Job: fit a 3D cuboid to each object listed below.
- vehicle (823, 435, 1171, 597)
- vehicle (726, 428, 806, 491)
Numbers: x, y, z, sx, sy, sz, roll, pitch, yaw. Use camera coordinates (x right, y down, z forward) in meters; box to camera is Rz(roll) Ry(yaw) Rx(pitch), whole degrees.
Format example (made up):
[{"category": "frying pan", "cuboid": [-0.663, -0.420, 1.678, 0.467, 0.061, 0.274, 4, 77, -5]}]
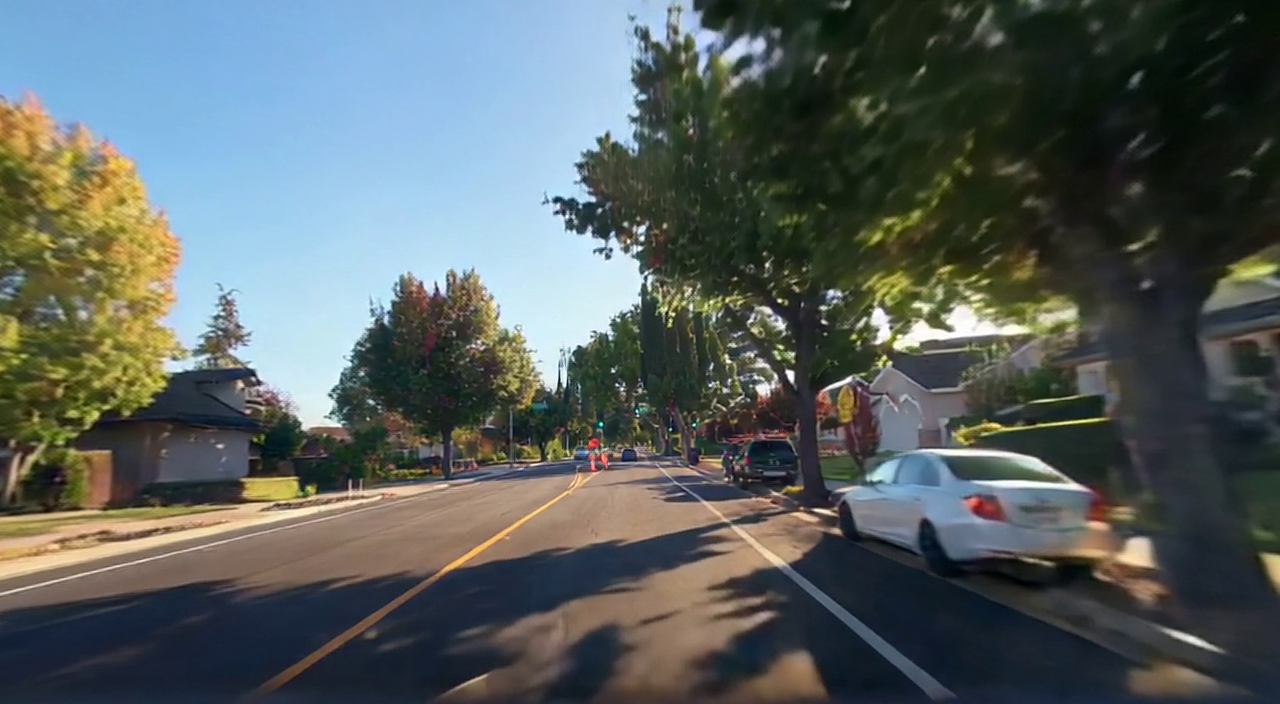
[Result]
[{"category": "vehicle", "cuboid": [3.897, 1.843, 8.054, 1.870, 1.441, 4.539, -1, -9, 2]}, {"category": "vehicle", "cuboid": [4.205, 3.661, 21.709, 2.241, 1.935, 3.270, -1, -9, 4]}]
